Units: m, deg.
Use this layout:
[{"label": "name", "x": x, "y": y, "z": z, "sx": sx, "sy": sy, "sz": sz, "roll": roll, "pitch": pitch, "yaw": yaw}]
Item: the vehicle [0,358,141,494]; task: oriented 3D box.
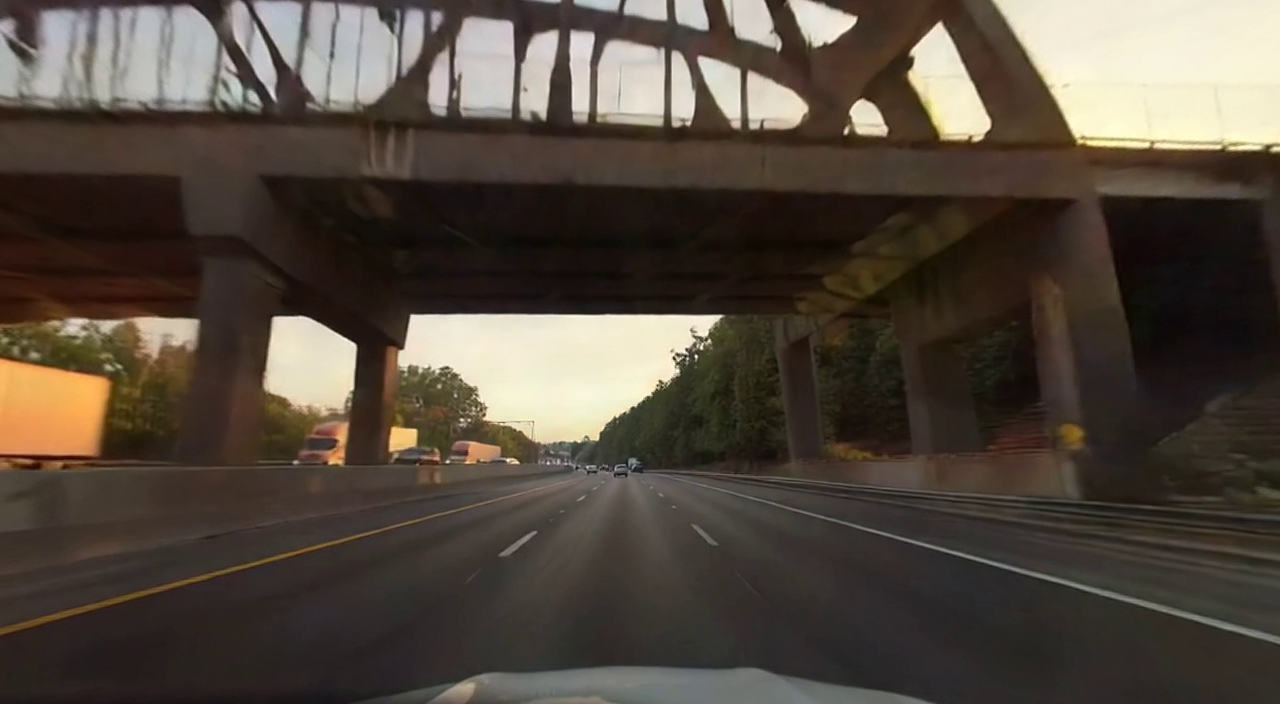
[{"label": "vehicle", "x": -20.297, "y": 2.355, "z": 19.561, "sx": 2.849, "sy": 3.950, "sz": 8.059, "roll": 1, "pitch": -10, "yaw": -1}]

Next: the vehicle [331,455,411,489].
[{"label": "vehicle", "x": -13.022, "y": 5.853, "z": 30.856, "sx": 1.929, "sy": 1.472, "sz": 4.735, "roll": 1, "pitch": -10, "yaw": -1}]

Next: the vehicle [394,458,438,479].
[{"label": "vehicle", "x": -17.142, "y": 8.971, "z": 48.433, "sx": 1.840, "sy": 1.507, "sz": 4.495, "roll": 1, "pitch": -10, "yaw": -2}]

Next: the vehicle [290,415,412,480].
[{"label": "vehicle", "x": -20.955, "y": 7.384, "z": 47.259, "sx": 2.878, "sy": 4.058, "sz": 14.069, "roll": 1, "pitch": -10, "yaw": -2}]
